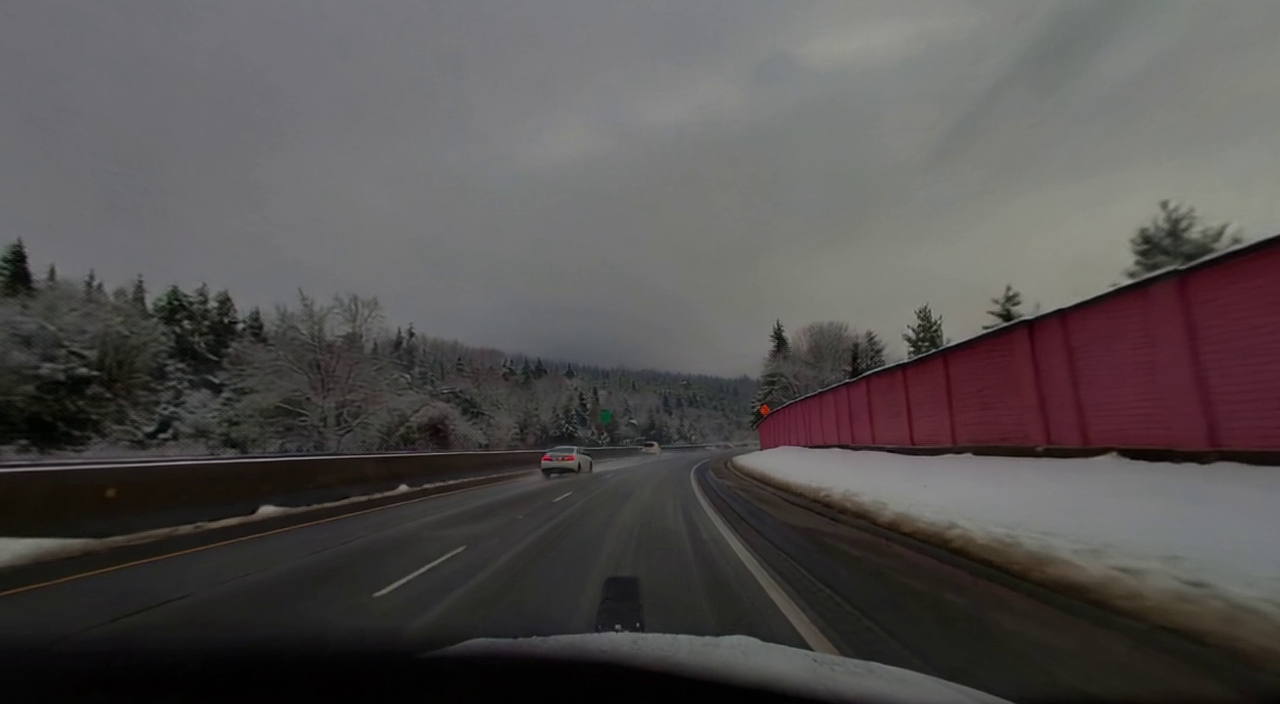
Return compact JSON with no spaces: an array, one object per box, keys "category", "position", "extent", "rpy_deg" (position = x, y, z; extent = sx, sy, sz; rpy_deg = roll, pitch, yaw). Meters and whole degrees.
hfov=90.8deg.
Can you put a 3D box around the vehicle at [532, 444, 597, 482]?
[{"category":"vehicle","position":[-2.986,4.499,25.881],"extent":[1.746,1.405,4.339],"rpy_deg":[-1,-9,5]}]
